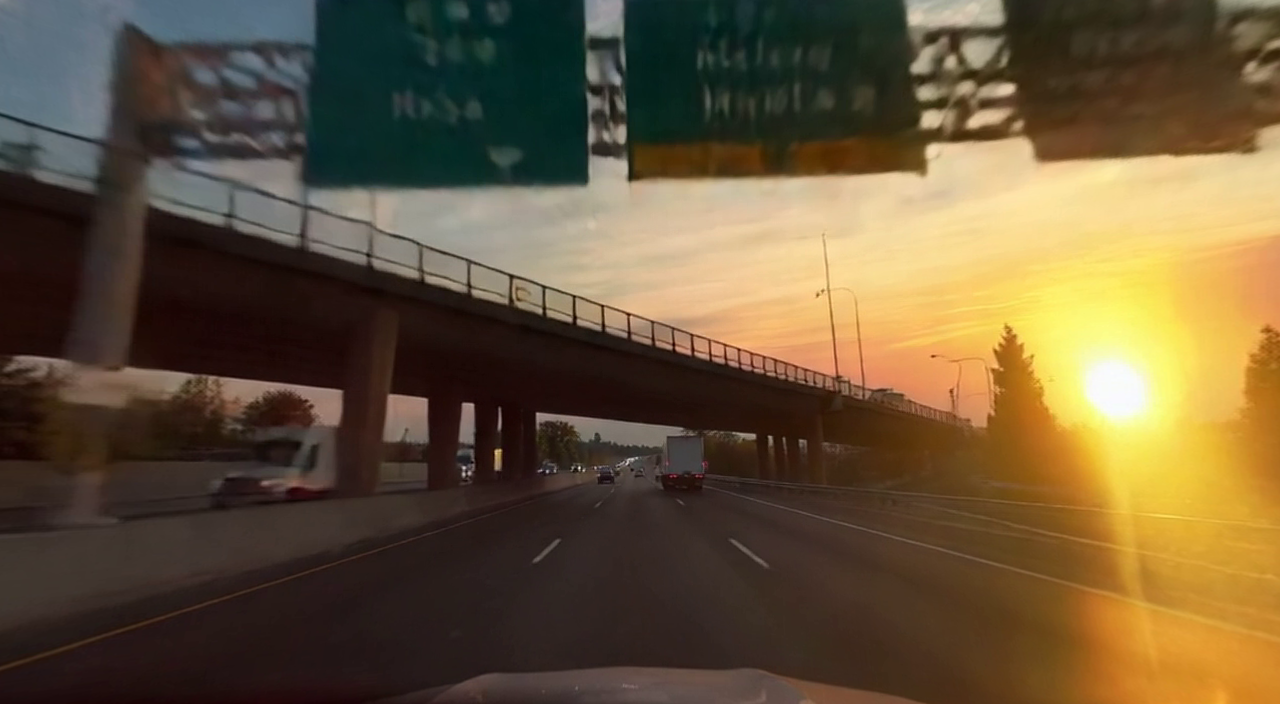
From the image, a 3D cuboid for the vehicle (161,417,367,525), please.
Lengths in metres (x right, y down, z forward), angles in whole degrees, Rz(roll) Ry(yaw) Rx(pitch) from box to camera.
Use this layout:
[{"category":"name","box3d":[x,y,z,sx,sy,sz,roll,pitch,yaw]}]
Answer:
[{"category":"vehicle","box3d":[-12.898,4.224,22.630,2.817,3.169,7.128,1,-10,0]}]
